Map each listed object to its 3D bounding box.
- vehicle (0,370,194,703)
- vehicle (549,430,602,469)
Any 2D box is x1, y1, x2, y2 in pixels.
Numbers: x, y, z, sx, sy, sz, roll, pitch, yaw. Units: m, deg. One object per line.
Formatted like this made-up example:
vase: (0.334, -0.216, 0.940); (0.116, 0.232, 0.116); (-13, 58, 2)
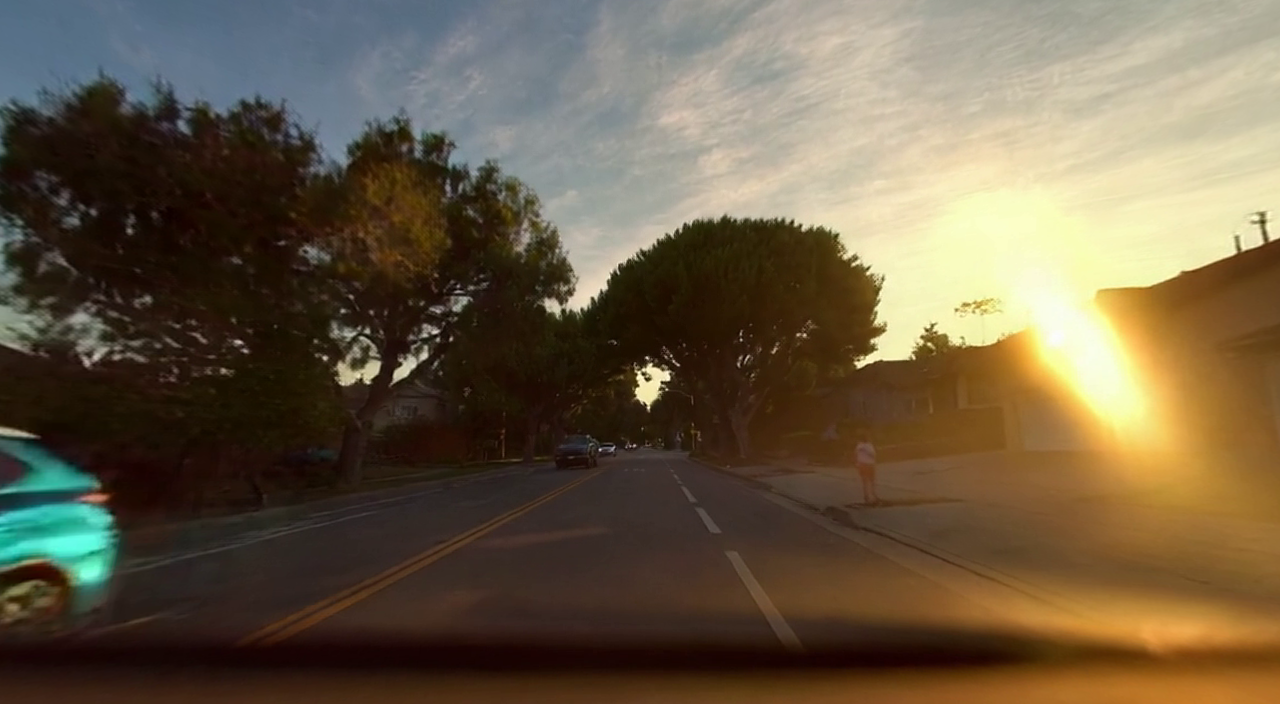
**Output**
vehicle: (-4.302, 0.838, 2.171); (2.041, 1.780, 4.618); (0, -8, 1)
vehicle: (-3.702, 5.760, 37.331); (2.417, 2.088, 5.780); (0, -8, 1)
